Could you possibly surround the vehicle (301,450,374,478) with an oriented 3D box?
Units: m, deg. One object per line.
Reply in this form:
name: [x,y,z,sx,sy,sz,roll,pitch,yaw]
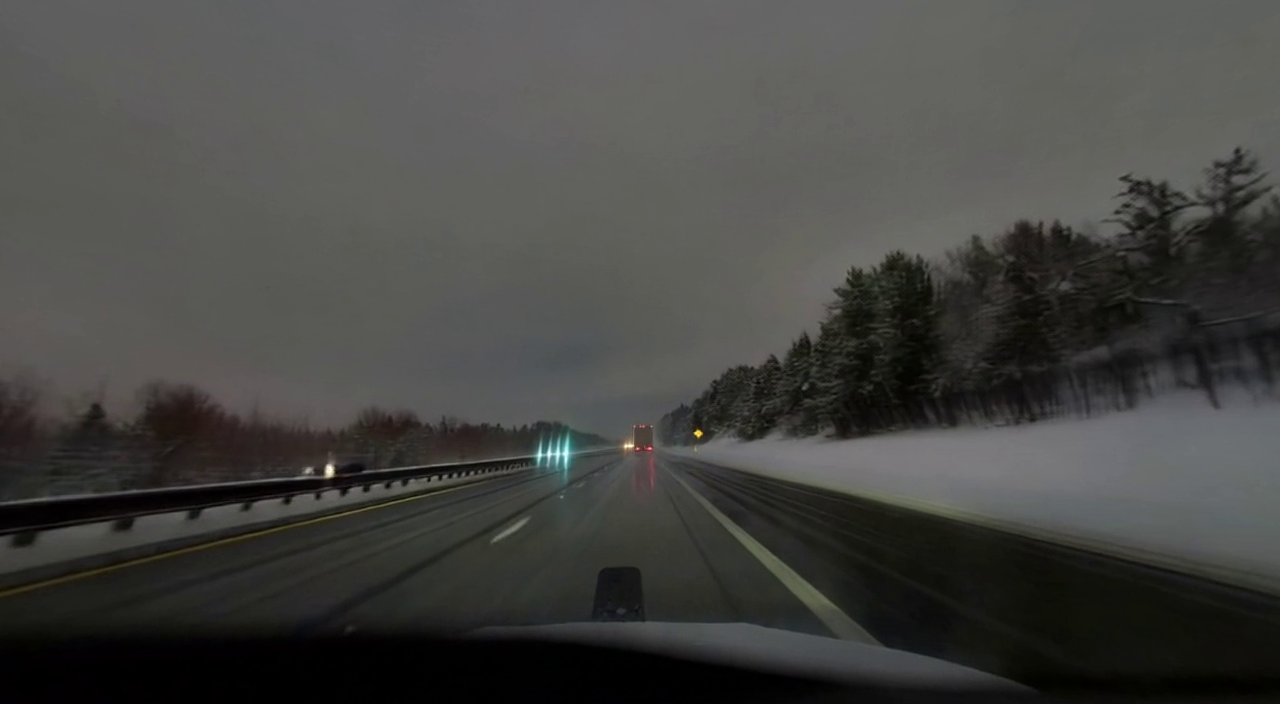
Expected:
vehicle: [-17.448,6.448,36.647,2.008,1.520,4.526,0,-9,0]
